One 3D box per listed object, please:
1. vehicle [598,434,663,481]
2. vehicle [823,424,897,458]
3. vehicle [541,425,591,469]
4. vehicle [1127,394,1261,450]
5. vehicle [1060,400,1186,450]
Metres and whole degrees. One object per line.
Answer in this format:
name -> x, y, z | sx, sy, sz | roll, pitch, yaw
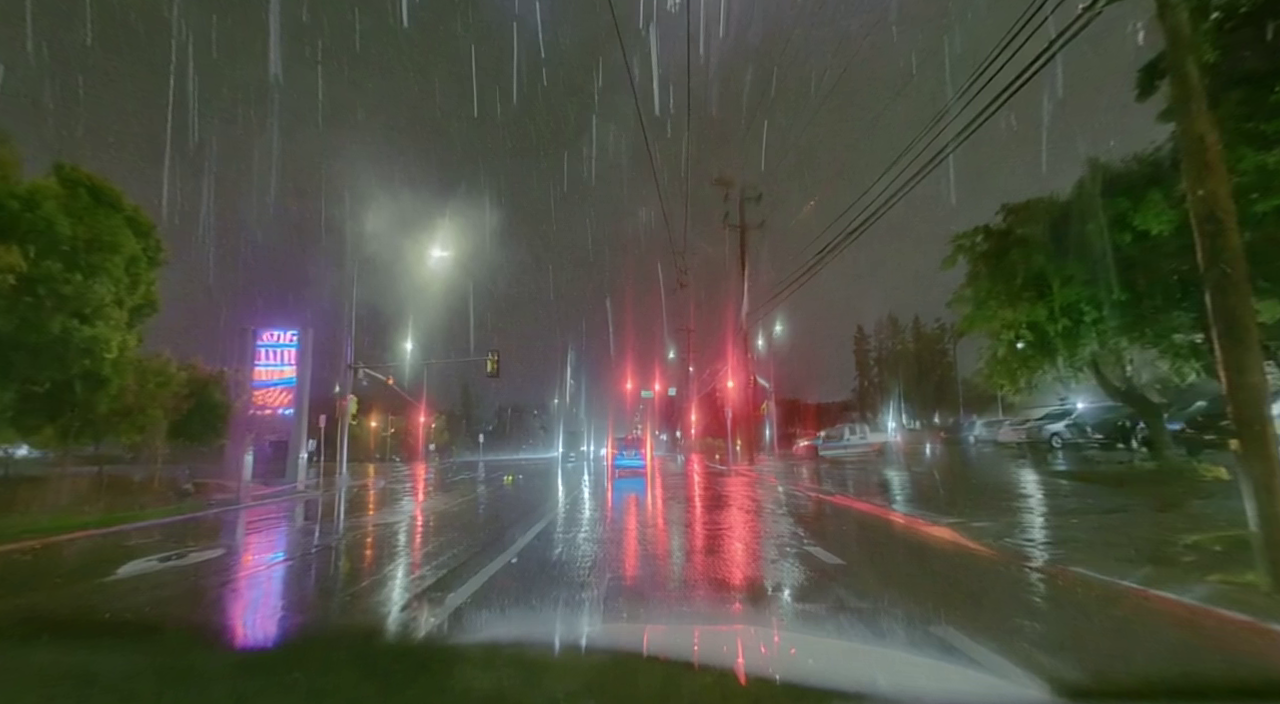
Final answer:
vehicle -> -0.394, 3.651, 22.134 | 2.070, 1.481, 4.216 | 0, -8, -3
vehicle -> 10.139, 4.162, 29.458 | 1.888, 1.455, 4.268 | 0, -8, 0
vehicle -> -3.465, 4.429, 29.430 | 2.106, 1.852, 4.512 | 1, -8, -7
vehicle -> 18.760, 2.425, 21.365 | 3.791, 1.720, 1.992 | 4, -9, -27
vehicle -> 18.331, 2.815, 23.942 | 4.206, 1.722, 2.100 | 4, -9, -28
